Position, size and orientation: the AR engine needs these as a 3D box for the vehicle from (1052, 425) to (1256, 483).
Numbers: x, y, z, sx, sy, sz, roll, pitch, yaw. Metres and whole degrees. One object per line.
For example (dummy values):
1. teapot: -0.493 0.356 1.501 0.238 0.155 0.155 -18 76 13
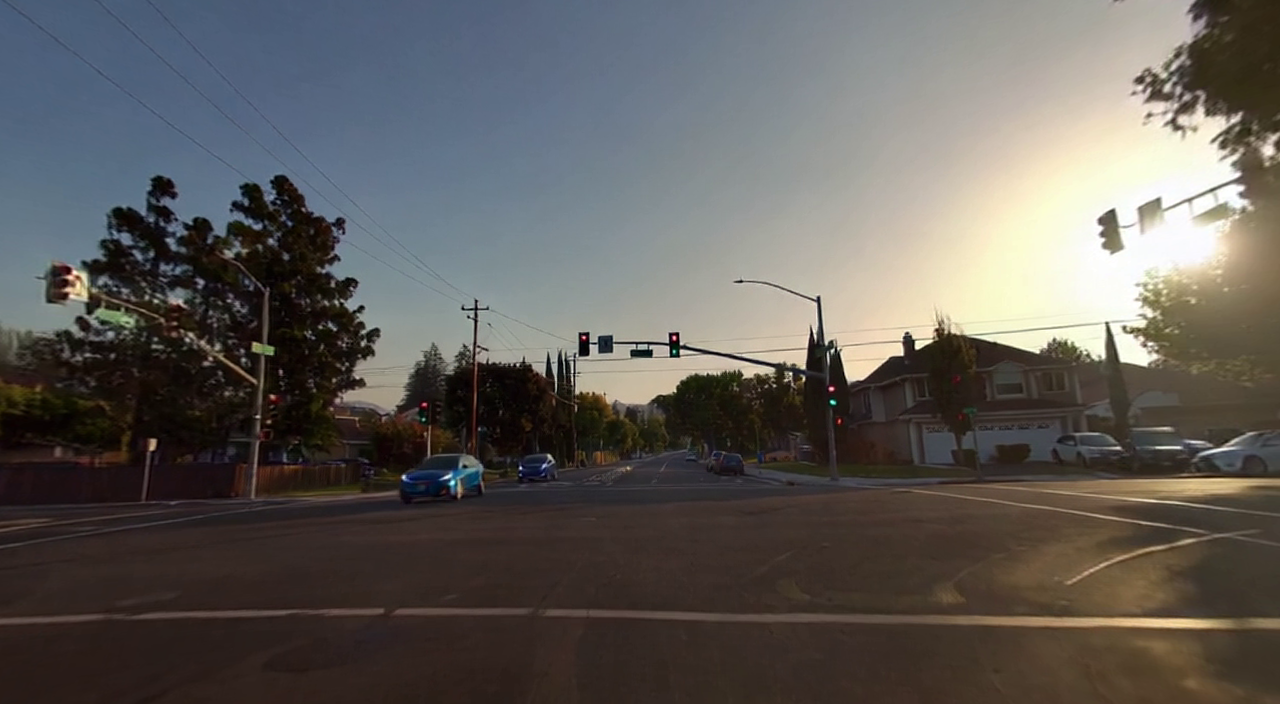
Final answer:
1. vehicle: 15.990 3.201 19.893 4.452 1.711 2.186 0 -8 1

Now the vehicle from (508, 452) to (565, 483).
1. vehicle: -6.038 6.800 37.487 2.270 1.605 4.958 -1 -8 3

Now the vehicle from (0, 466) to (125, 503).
1. vehicle: -30.145 6.847 32.962 2.106 1.586 5.009 -1 -8 5

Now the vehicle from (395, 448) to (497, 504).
1. vehicle: -6.494 4.166 21.695 1.982 1.686 4.195 -1 -8 3

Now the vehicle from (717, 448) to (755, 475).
1. vehicle: 6.156 7.072 40.932 1.891 1.611 4.269 0 -8 1

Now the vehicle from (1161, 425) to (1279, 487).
1. vehicle: 16.926 2.743 16.781 4.345 1.517 1.913 0 -8 2
